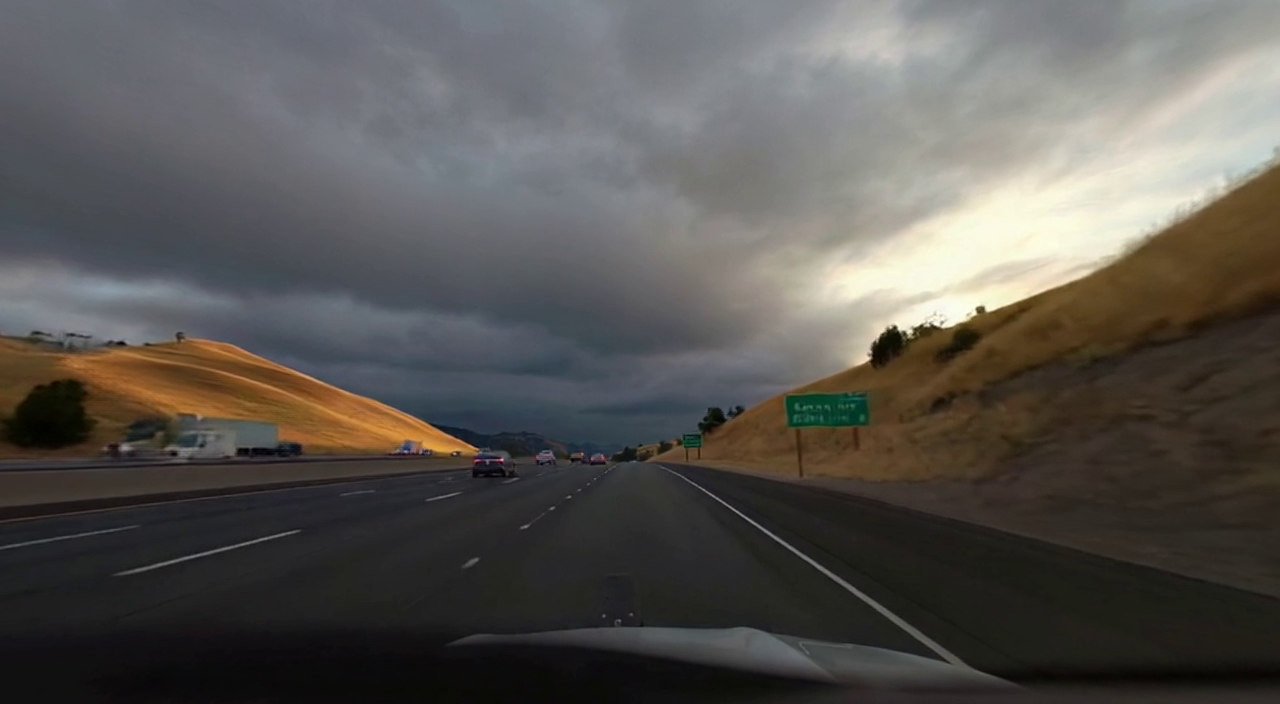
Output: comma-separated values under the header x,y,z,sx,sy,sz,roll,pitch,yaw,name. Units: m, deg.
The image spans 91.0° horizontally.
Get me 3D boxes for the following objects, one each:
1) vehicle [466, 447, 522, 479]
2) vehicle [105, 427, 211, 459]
x,y,z,sx,sy,sz,roll,pitch,yaw,name
-7.858,5.983,34.308,2.045,1.624,4.338,0,-9,-1,vehicle
-32.587,6.204,42.905,2.403,1.999,6.275,0,-9,-2,vehicle
